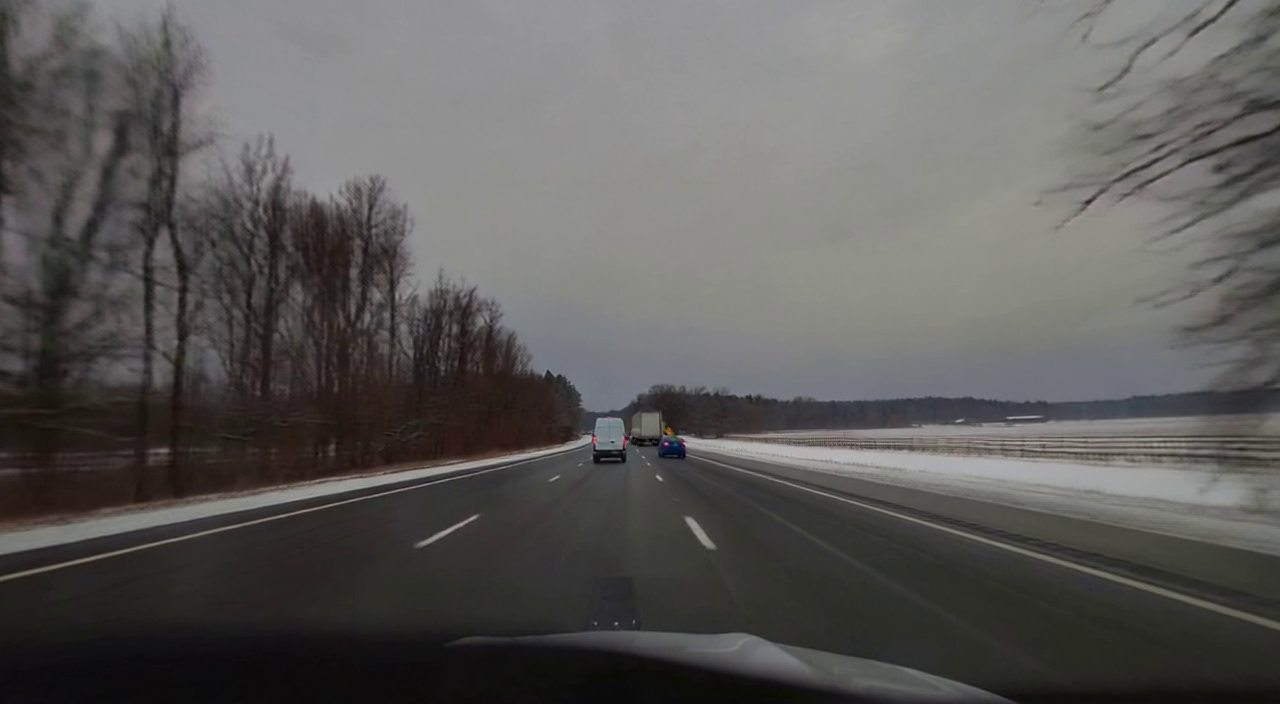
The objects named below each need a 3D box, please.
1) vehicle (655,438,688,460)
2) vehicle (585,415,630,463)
[{"bbox_3d":[2.225,6.983,45.615,1.962,1.508,4.363,0,-8,-2],"label":"vehicle"},{"bbox_3d":[-1.854,5.234,37.840,2.389,2.637,5.437,0,-8,0],"label":"vehicle"}]
